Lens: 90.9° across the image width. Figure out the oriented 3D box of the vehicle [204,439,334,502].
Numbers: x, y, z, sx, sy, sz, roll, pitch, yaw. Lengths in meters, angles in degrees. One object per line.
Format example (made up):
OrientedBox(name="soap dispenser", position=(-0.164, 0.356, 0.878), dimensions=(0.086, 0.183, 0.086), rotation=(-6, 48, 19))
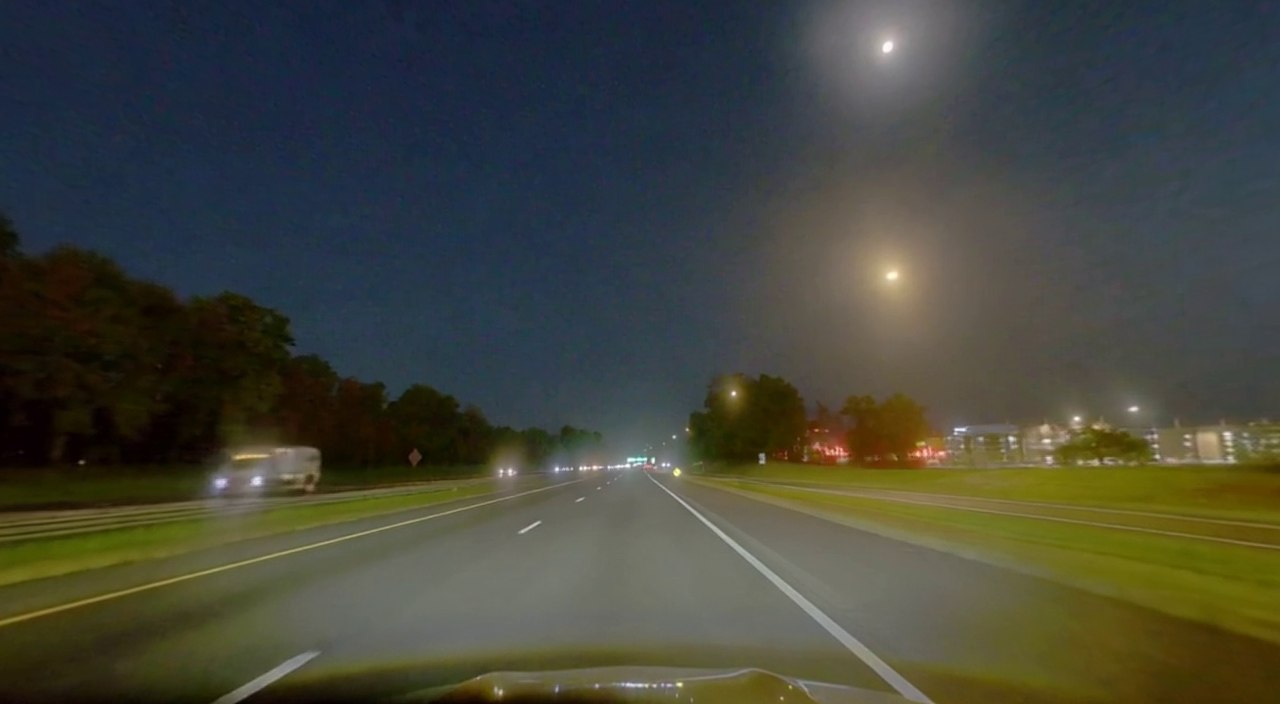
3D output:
OrientedBox(name="vehicle", position=(-16.309, 5.270, 28.181), dimensions=(2.254, 2.457, 5.635), rotation=(1, -10, 0))
